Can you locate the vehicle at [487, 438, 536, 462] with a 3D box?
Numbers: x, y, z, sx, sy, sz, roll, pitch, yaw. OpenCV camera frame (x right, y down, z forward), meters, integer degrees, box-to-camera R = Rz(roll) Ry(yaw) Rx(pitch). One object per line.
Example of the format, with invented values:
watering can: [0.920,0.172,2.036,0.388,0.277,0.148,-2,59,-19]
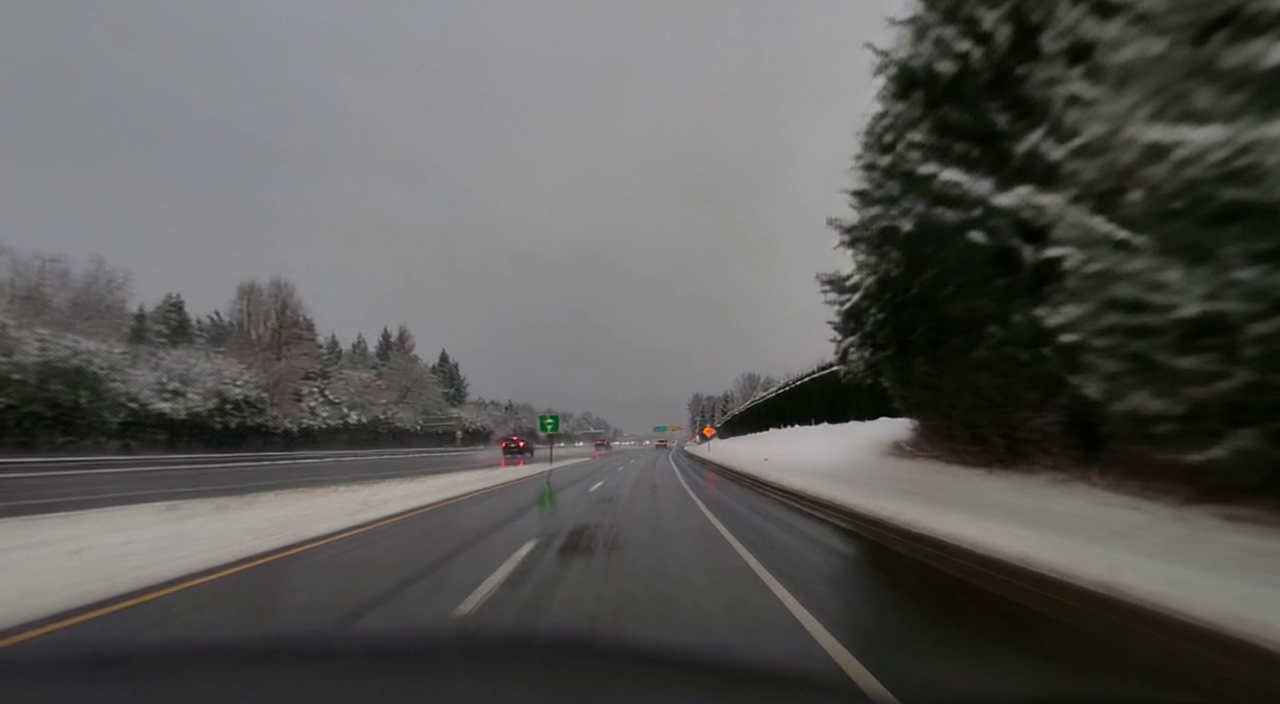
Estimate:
vehicle: [-9.350,7.132,46.118,2.141,1.612,3.998,-1,-8,10]
